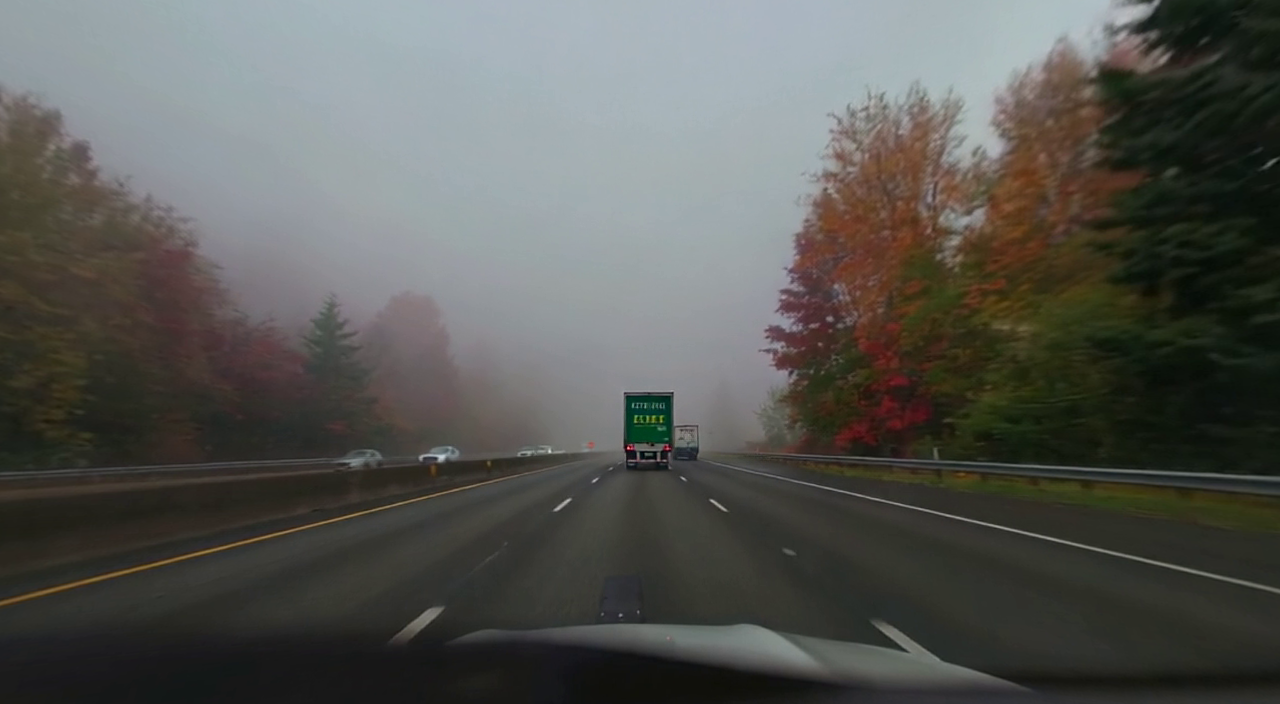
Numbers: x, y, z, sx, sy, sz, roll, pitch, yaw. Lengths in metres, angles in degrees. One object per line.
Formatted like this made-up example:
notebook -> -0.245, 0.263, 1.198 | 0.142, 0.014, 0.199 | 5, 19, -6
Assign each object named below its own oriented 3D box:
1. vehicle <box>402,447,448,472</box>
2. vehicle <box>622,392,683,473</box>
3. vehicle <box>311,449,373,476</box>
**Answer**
vehicle -> -15.579, 7.796, 45.619 | 1.908, 1.728, 4.054 | 0, -9, 1
vehicle -> 0.547, 4.856, 36.894 | 3.057, 4.073, 10.792 | 0, -9, -1
vehicle -> -19.754, 7.316, 41.753 | 1.859, 1.646, 4.370 | 0, -9, 1
